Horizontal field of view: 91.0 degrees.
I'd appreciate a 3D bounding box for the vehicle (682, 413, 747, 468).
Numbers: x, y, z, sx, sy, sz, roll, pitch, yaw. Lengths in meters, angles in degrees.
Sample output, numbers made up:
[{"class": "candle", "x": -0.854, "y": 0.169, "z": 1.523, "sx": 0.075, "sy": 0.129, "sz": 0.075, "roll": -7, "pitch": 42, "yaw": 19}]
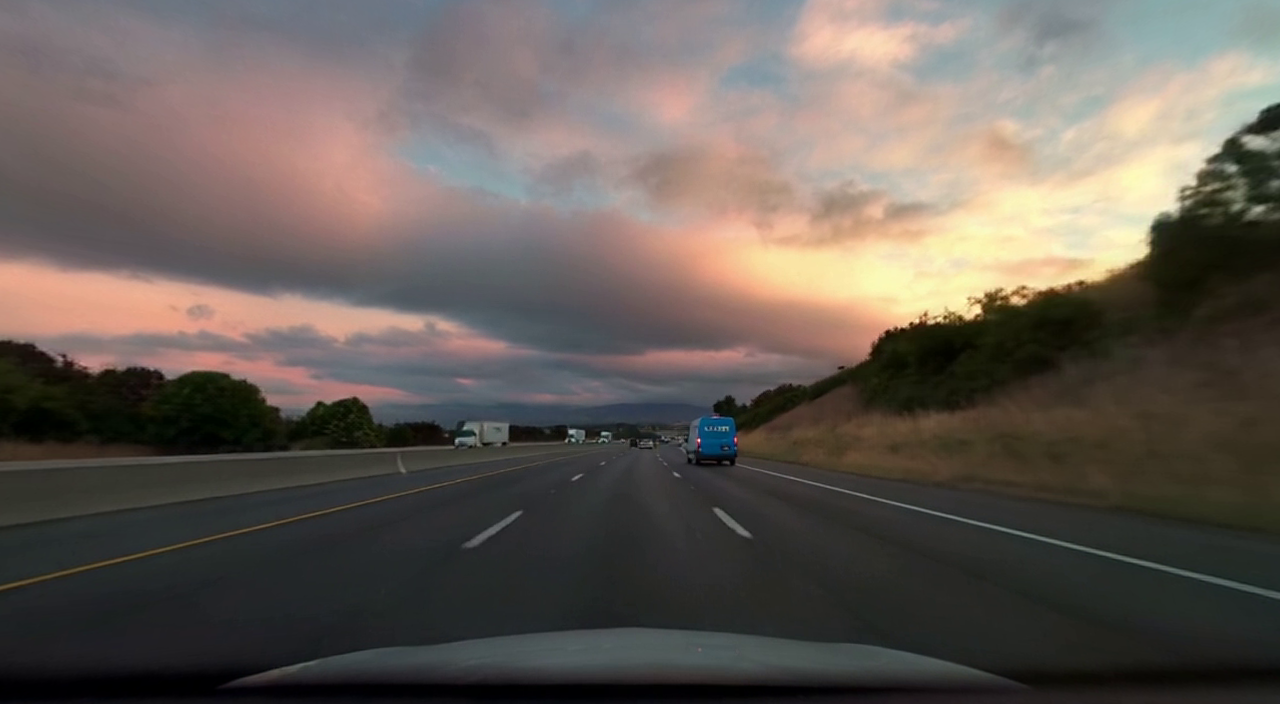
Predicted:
[{"class": "vehicle", "x": 3.718, "y": 4.590, "z": 32.712, "sx": 2.485, "sy": 2.562, "sz": 5.535, "roll": 0, "pitch": -8, "yaw": -2}]
